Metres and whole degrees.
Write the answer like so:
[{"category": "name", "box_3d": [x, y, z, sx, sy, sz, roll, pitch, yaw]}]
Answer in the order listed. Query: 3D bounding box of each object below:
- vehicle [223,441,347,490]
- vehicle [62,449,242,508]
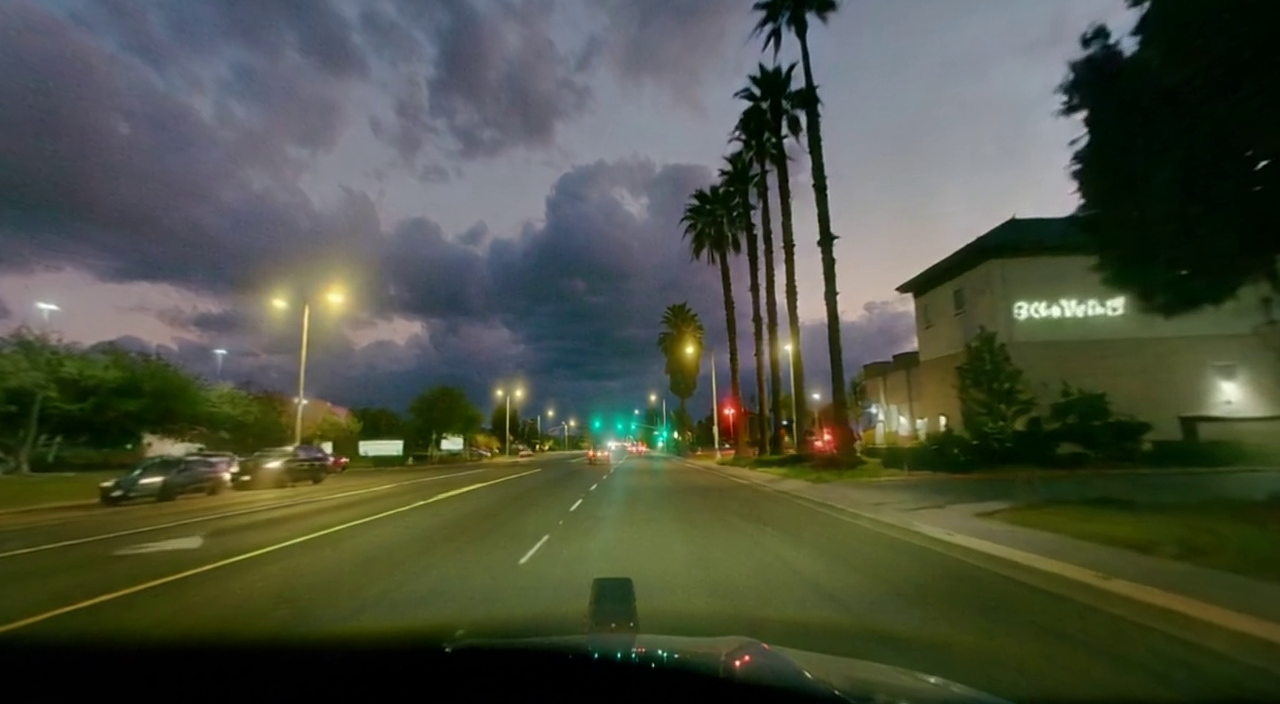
[{"category": "vehicle", "box_3d": [-14.350, 4.601, 26.027, 2.143, 1.808, 5.265, 0, -9, -1]}, {"category": "vehicle", "box_3d": [-14.229, 3.678, 18.853, 1.883, 1.496, 4.445, 0, -9, -1]}]
